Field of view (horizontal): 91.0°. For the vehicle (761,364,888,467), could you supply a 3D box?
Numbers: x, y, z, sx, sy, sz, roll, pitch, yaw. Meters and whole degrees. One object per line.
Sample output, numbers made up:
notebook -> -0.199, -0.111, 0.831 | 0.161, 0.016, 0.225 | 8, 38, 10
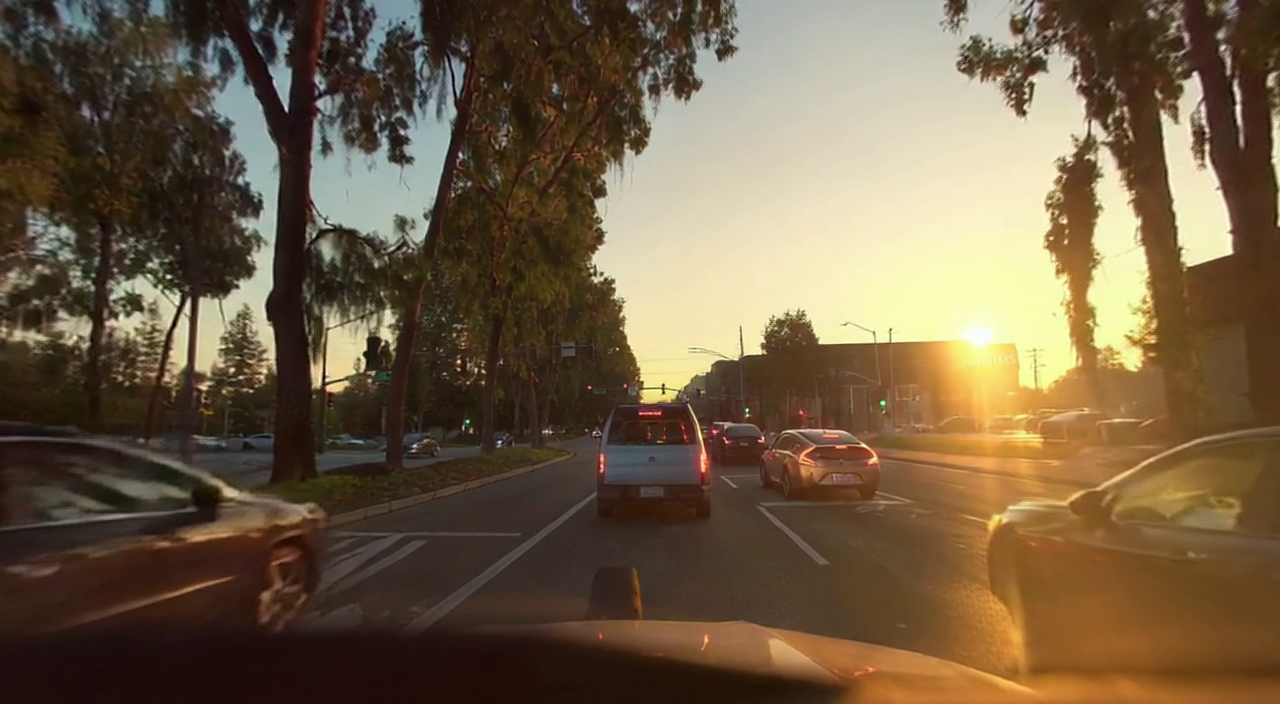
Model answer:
vehicle -> 7.825, 3.049, 28.304 | 2.965, 3.900, 9.064 | 0, -9, 0

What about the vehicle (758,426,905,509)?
vehicle -> 3.778, 2.354, 13.240 | 1.862, 1.451, 4.083 | 0, -9, 1

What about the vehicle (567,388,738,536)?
vehicle -> 0.281, 1.752, 10.426 | 2.188, 1.892, 4.488 | 0, -9, 3

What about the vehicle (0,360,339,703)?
vehicle -> -3.174, 0.793, 2.173 | 2.010, 1.515, 4.152 | 0, -9, 3

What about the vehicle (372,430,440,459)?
vehicle -> -14.917, 5.951, 40.386 | 2.018, 1.715, 4.451 | -1, -9, 10

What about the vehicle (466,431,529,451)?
vehicle -> -11.058, 6.959, 49.102 | 4.650, 1.489, 2.005 | 1, -9, -8

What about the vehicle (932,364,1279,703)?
vehicle -> 3.226, 0.887, 2.646 | 2.109, 1.500, 4.585 | 0, -9, 5
